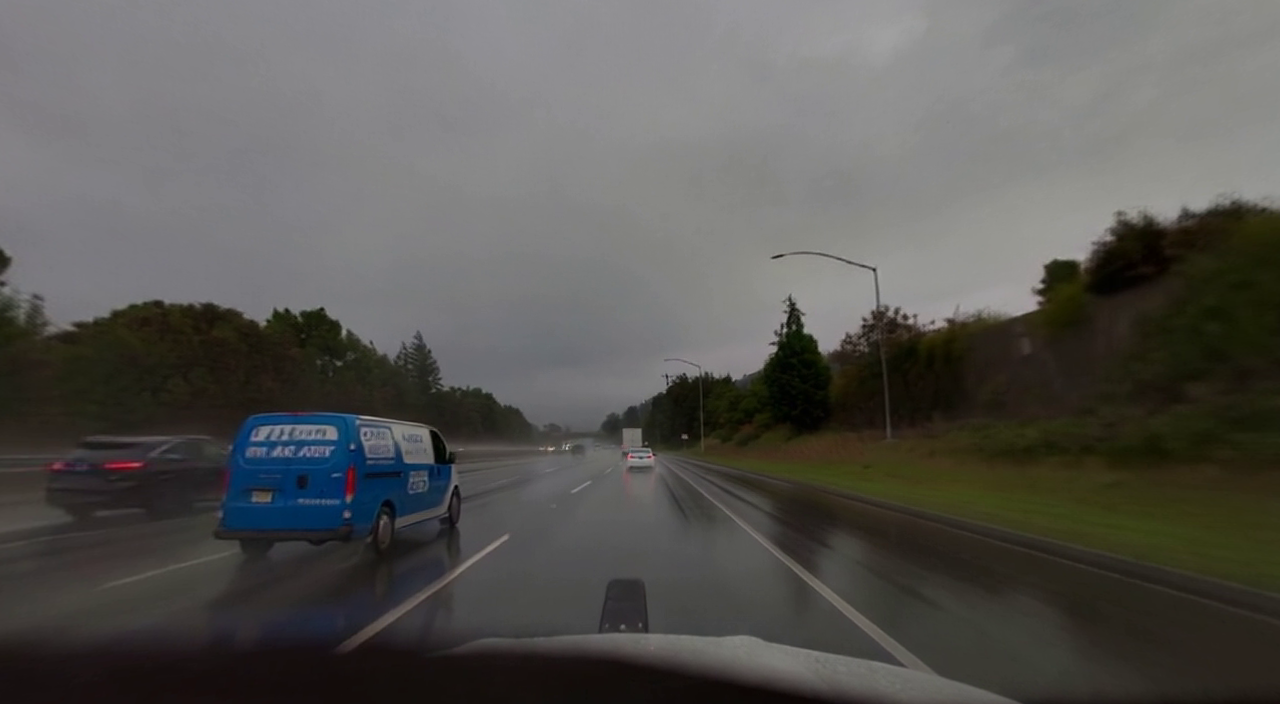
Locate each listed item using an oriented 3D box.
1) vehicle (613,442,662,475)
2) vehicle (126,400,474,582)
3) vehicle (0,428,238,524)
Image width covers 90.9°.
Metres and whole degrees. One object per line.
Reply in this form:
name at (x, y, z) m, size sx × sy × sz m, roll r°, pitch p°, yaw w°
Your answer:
vehicle at (-0.093, 5.149, 30.611) m, size 2.238 × 1.479 × 3.672 m, roll 0°, pitch -9°, yaw 0°
vehicle at (-4.157, 1.806, 9.049) m, size 2.174 × 1.862 × 5.012 m, roll 0°, pitch -9°, yaw 0°
vehicle at (-11.697, 2.656, 14.077) m, size 2.150 × 1.746 × 4.910 m, roll 0°, pitch -9°, yaw 1°
